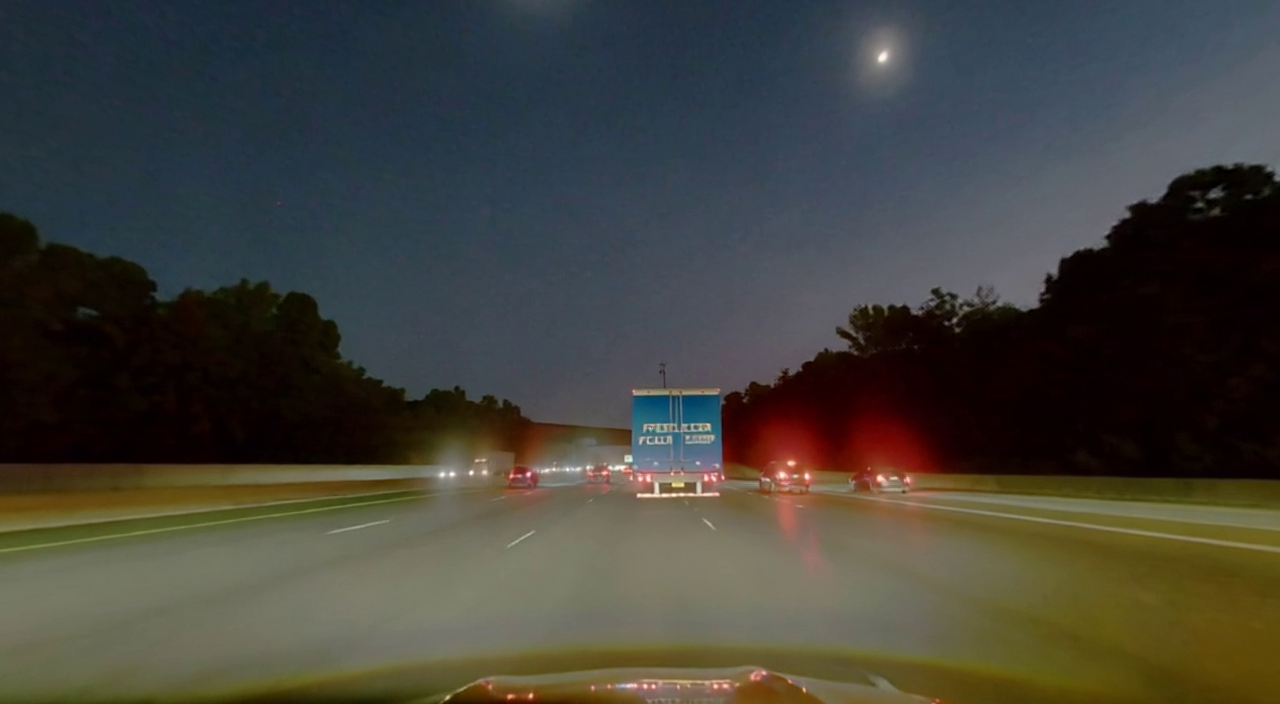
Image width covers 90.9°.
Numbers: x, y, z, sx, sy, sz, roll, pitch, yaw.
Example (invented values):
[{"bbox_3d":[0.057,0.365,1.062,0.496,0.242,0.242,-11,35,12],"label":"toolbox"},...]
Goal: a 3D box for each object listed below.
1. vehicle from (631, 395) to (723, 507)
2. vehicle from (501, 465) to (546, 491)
[{"bbox_3d":[1.226,4.272,26.597,2.980,3.834,9.423,1,-10,-2],"label":"vehicle"},{"bbox_3d":[-7.490,8.159,40.961,1.955,1.539,4.650,1,-10,1],"label":"vehicle"}]
